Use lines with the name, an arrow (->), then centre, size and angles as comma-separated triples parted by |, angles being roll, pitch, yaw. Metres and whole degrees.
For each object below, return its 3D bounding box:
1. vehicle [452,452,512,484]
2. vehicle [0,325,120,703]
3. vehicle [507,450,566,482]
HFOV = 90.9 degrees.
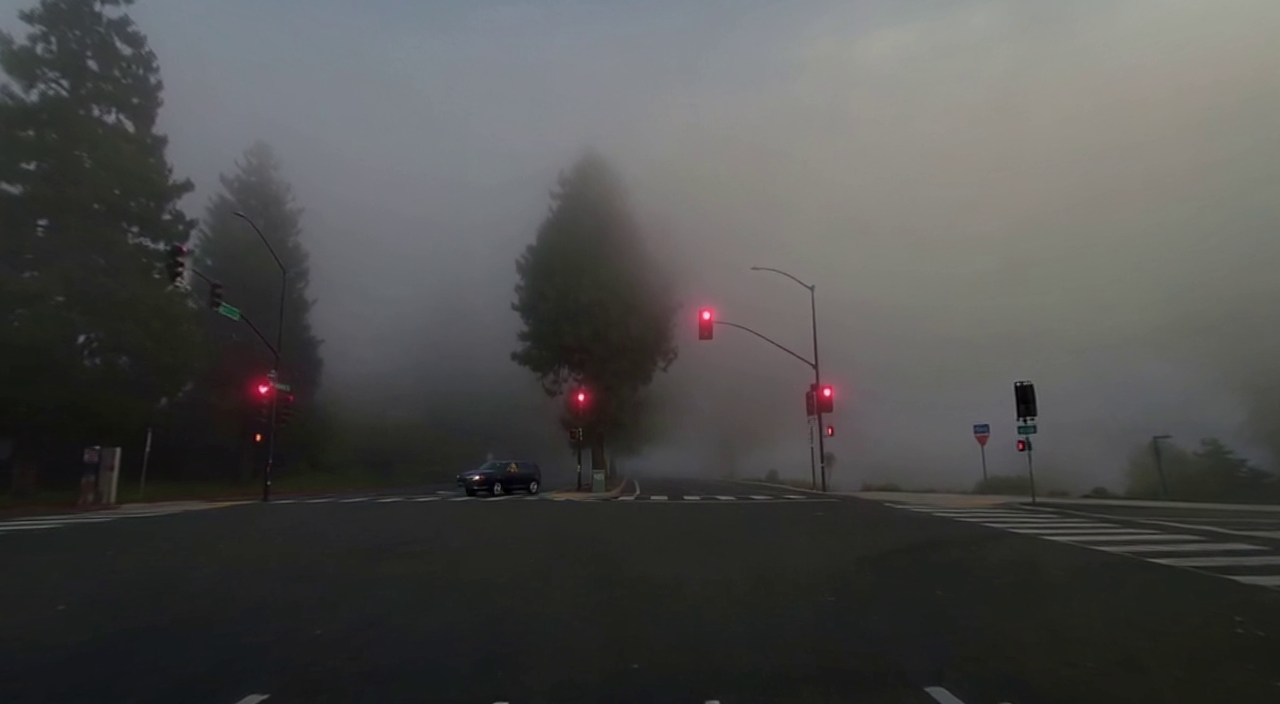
vehicle -> -8.023, 5.908, 32.406 | 1.960, 1.433, 4.213 | 0, -8, 1
vehicle -> -3.485, 0.524, 0.487 | 2.242, 1.761, 4.505 | 0, -8, 1
vehicle -> -5.226, 5.812, 32.416 | 2.107, 1.456, 4.728 | 0, -8, 2
